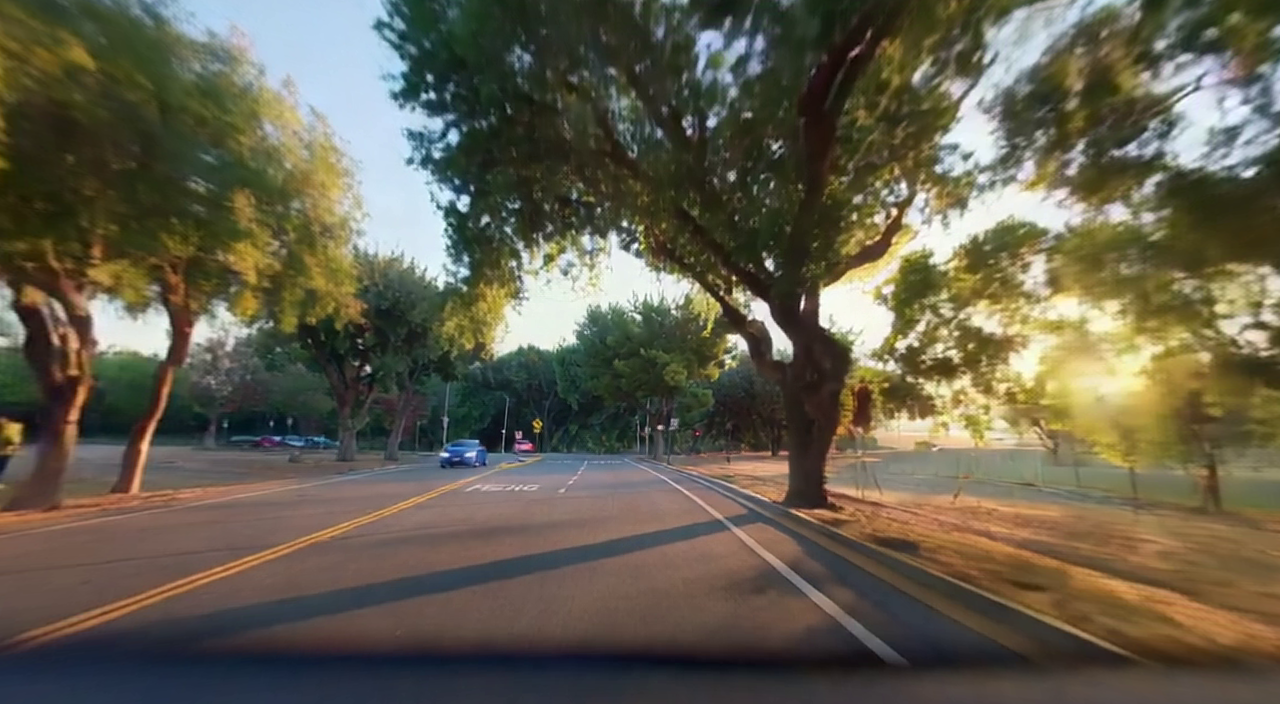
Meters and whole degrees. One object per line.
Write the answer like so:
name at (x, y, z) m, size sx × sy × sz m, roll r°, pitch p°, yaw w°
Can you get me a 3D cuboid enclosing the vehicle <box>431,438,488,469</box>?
vehicle at (-9.987, 5.671, 35.187) m, size 2.129 × 1.590 × 4.616 m, roll 0°, pitch -9°, yaw -4°
